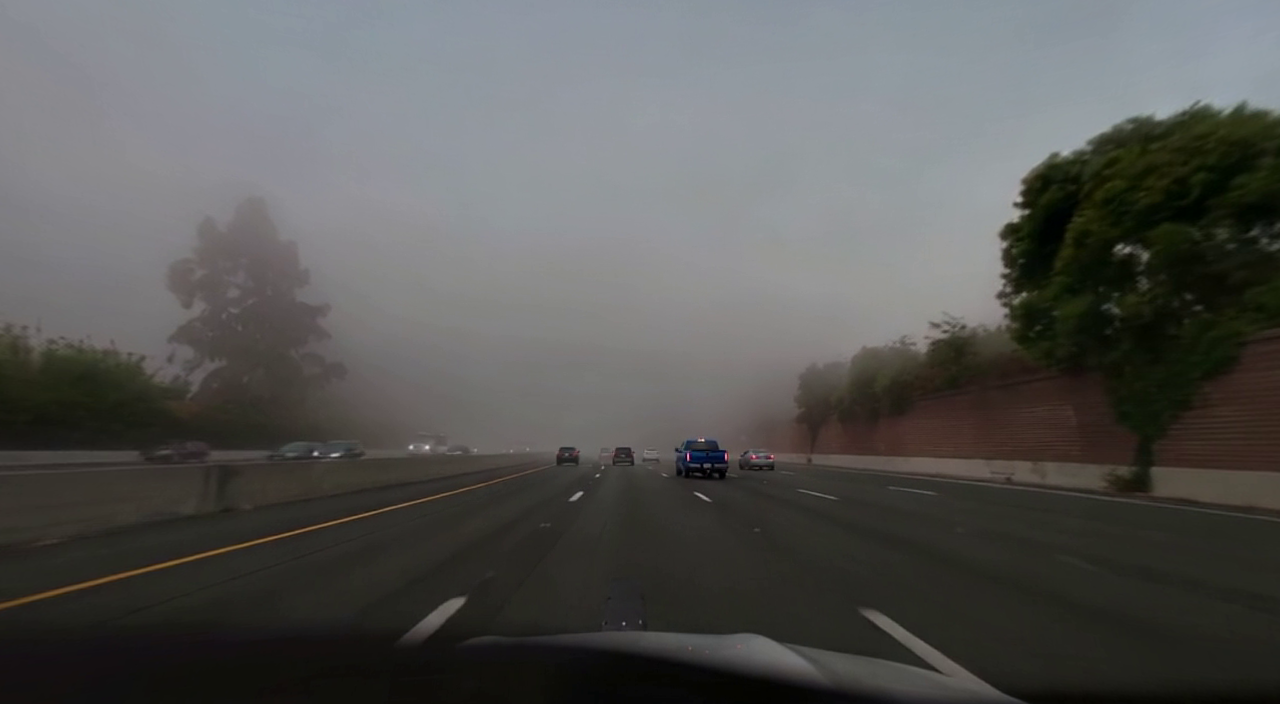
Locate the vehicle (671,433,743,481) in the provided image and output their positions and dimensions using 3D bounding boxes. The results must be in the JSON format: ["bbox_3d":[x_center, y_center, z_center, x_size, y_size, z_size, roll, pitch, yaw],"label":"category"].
[{"bbox_3d":[2.913,4.758,28.881,2.374,1.952,5.431,0,-8,-3],"label":"vehicle"}]

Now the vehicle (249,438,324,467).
[{"bbox_3d":[-22.309,6.339,40.050,1.998,1.723,5.157,0,-8,-3],"label":"vehicle"}]

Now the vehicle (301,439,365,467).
[{"bbox_3d":[-19.187,6.336,39.664,2.022,1.644,4.297,0,-8,-3],"label":"vehicle"}]

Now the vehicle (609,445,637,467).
[{"bbox_3d":[-1.338,7.907,48.071,2.050,1.607,3.821,0,-8,-3],"label":"vehicle"}]

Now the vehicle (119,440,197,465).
[{"bbox_3d":[-36.893,7.682,48.449,2.274,1.742,4.621,0,-8,0],"label":"vehicle"}]

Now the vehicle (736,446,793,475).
[{"bbox_3d":[6.873,6.035,35.407,1.976,1.485,4.925,0,-8,-3],"label":"vehicle"}]
